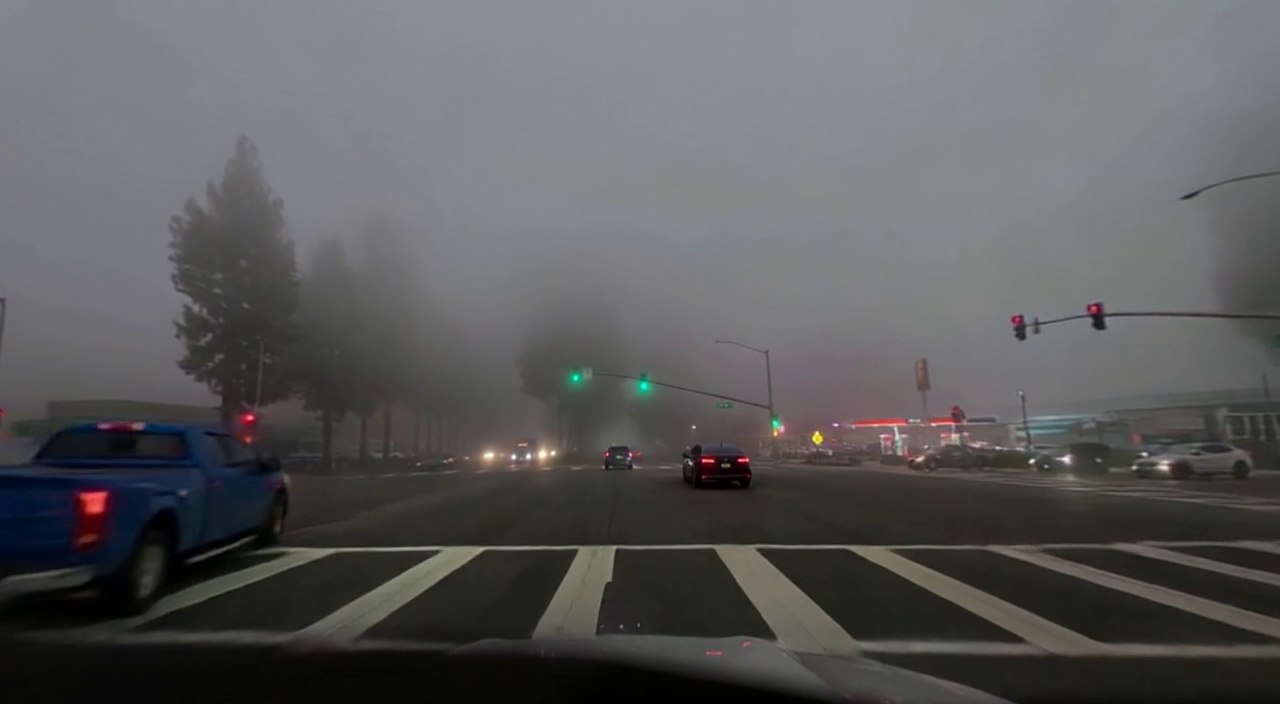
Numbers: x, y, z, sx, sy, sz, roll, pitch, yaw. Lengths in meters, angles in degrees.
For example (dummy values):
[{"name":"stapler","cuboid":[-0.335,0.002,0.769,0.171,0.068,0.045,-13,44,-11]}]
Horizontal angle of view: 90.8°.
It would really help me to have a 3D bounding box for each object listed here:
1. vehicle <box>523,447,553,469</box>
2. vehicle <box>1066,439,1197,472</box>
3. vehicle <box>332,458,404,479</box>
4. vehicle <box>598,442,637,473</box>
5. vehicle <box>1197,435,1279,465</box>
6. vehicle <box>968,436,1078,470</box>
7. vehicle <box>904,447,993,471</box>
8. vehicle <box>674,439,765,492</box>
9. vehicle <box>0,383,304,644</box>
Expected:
[{"name":"vehicle","cuboid":[-7.871,8.110,48.583,1.972,1.466,4.493,2,-8,-12]},{"name":"vehicle","cuboid":[23.003,4.852,29.643,4.789,1.455,1.986,1,-9,-9]},{"name":"vehicle","cuboid":[-19.825,8.490,46.192,4.428,1.416,1.759,0,-9,0]},{"name":"vehicle","cuboid":[-1.310,5.837,35.173,2.029,1.605,3.827,0,-9,-4]},{"name":"vehicle","cuboid":[36.979,5.933,38.366,4.718,1.706,1.928,1,-9,-9]},{"name":"vehicle","cuboid":[21.775,5.745,36.033,4.950,1.760,2.213,1,-9,-9]},{"name":"vehicle","cuboid":[19.889,6.894,40.883,4.637,1.443,2.050,0,-8,-1]},{"name":"vehicle","cuboid":[2.369,3.559,20.166,2.061,1.487,4.462,0,-9,-4]},{"name":"vehicle","cuboid":[-5.698,1.579,7.338,2.195,1.905,5.634,3,-9,-19]}]
